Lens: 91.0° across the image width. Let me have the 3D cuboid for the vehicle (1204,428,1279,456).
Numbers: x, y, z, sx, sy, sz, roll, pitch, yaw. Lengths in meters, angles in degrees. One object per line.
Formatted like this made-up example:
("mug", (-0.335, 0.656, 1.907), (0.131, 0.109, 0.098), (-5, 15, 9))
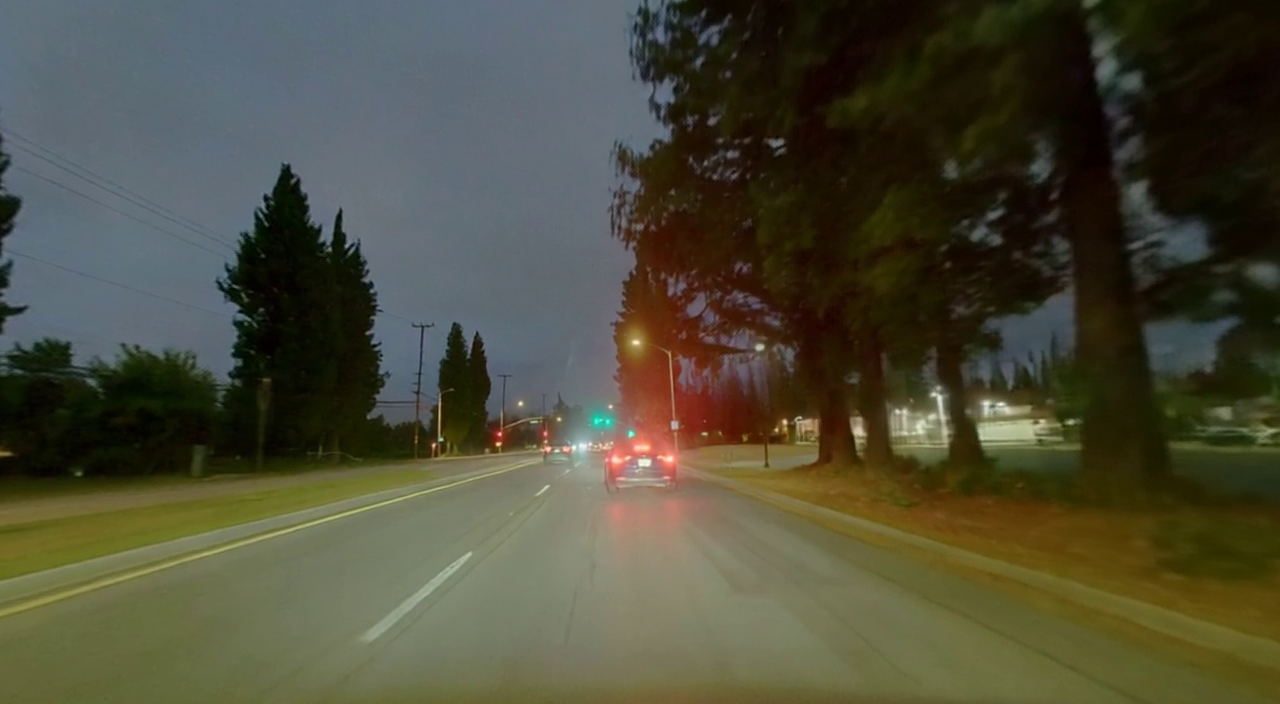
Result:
("vehicle", (34.659, 4.998, 35.066), (1.867, 1.471, 4.788), (0, -8, -2))

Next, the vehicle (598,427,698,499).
("vehicle", (0.024, 2.837, 16.609), (2.235, 1.597, 4.918), (0, -8, -4))

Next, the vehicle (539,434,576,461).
("vehicle", (-5.713, 6.637, 43.898), (2.189, 1.776, 4.342), (0, -8, -3))
